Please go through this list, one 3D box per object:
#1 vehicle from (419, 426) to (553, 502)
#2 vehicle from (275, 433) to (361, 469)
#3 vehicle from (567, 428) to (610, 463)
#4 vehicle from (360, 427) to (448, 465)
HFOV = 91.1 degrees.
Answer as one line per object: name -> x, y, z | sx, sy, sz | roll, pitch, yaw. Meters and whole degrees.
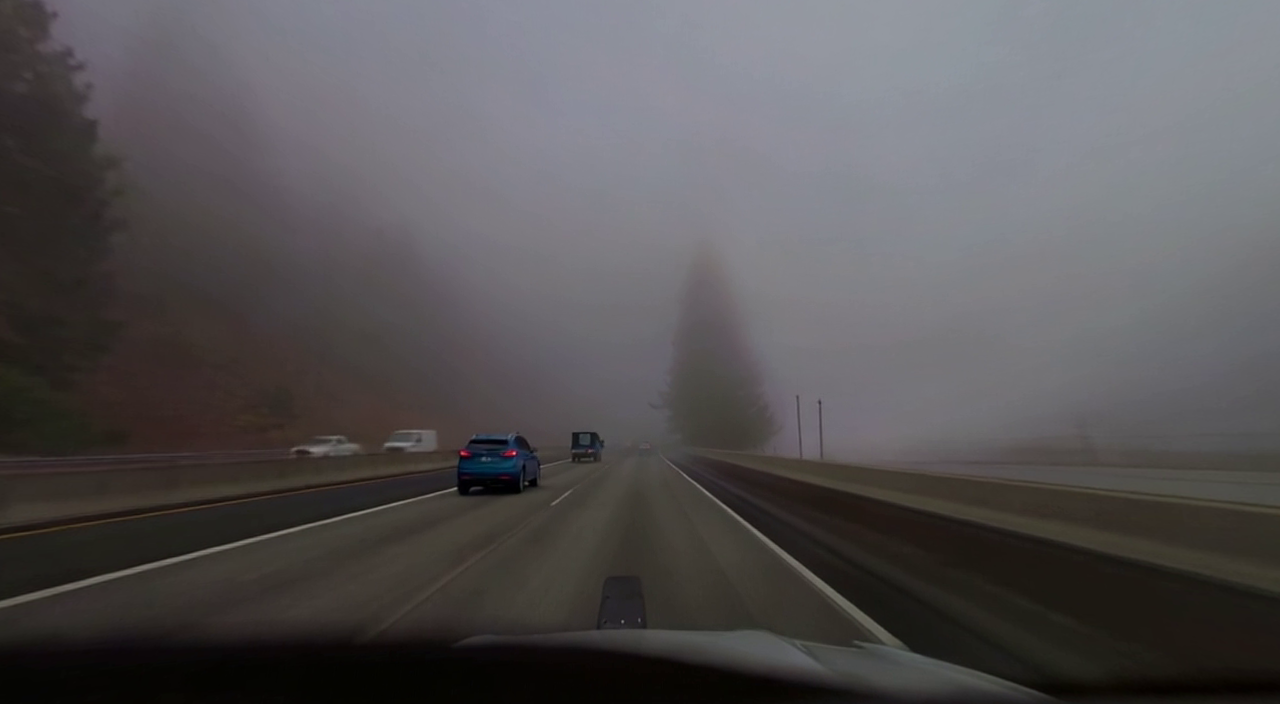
vehicle -> -3.612, 2.733, 15.770 | 2.053, 1.589, 4.671 | 0, -8, 2
vehicle -> -17.146, 5.303, 33.714 | 2.072, 1.769, 4.653 | 0, -8, 1
vehicle -> -3.262, 6.040, 40.690 | 2.241, 2.095, 4.985 | 0, -8, 2
vehicle -> -12.736, 5.144, 34.427 | 2.332, 1.841, 5.962 | 0, -8, 2
